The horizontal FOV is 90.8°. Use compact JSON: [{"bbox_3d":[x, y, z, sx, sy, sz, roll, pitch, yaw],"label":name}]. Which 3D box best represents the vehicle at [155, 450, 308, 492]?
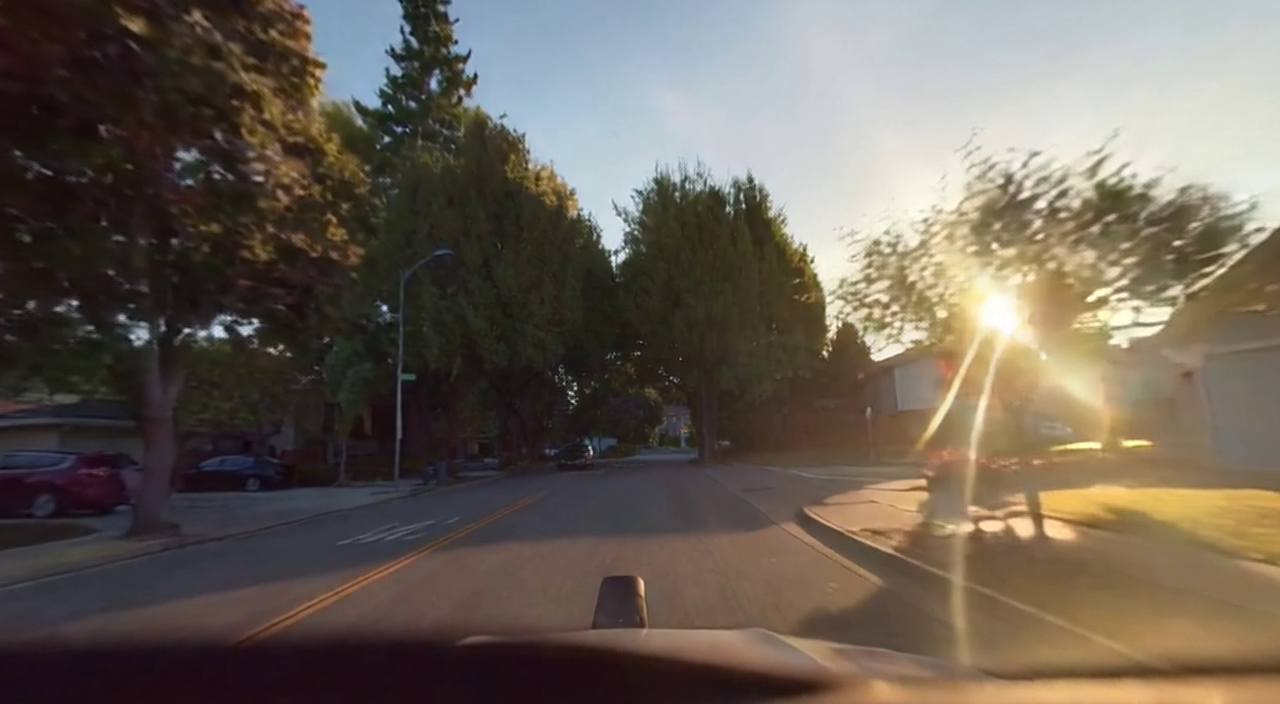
[{"bbox_3d":[-15.124,4.392,23.554,4.370,1.482,1.926,0,-9,2],"label":"vehicle"}]

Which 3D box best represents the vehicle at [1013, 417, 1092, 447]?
[{"bbox_3d":[23.522,4.647,36.238,1.875,1.609,4.322,-1,-9,4],"label":"vehicle"}]

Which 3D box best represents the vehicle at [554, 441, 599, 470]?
[{"bbox_3d":[-3.754,6.189,37.914,2.025,1.660,4.151,-1,-9,4],"label":"vehicle"}]

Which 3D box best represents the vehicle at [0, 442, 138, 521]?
[{"bbox_3d":[-14.704,2.945,14.677,4.237,1.687,1.970,1,-9,-4],"label":"vehicle"}]
